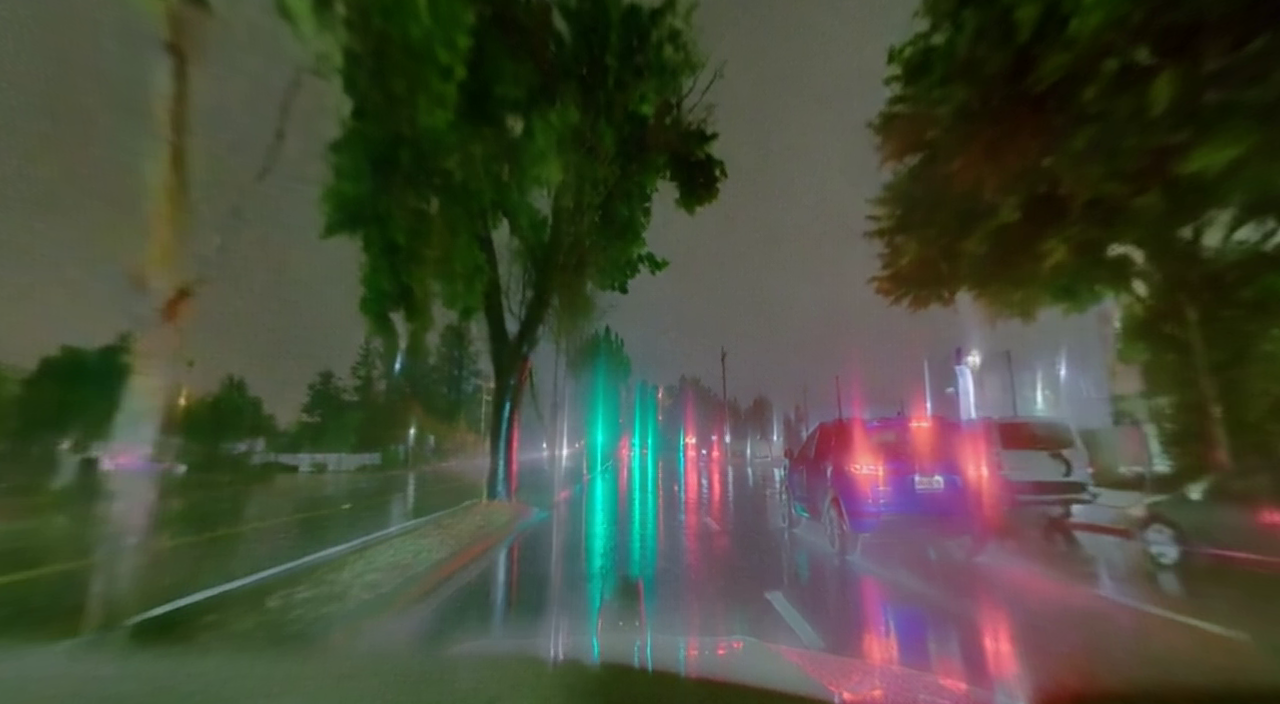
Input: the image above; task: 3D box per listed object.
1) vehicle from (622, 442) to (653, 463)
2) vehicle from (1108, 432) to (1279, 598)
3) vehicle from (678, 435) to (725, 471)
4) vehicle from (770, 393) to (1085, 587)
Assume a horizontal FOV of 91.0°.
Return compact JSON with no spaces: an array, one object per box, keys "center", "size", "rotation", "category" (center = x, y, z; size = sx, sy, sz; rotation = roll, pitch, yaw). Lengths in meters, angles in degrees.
[{"center":[-0.158,7.274,45.670],"size":[2.131,1.474,4.146],"rotation":[0,-8,0],"category":"vehicle"},{"center":[7.245,1.587,6.062],"size":[1.901,1.620,4.565],"rotation":[0,-8,0],"category":"vehicle"},{"center":[3.298,5.551,34.877],"size":[2.085,1.828,5.383],"rotation":[0,-8,0],"category":"vehicle"},{"center":[3.237,1.653,8.324],"size":[2.033,1.865,4.360],"rotation":[0,-8,-1],"category":"vehicle"}]
